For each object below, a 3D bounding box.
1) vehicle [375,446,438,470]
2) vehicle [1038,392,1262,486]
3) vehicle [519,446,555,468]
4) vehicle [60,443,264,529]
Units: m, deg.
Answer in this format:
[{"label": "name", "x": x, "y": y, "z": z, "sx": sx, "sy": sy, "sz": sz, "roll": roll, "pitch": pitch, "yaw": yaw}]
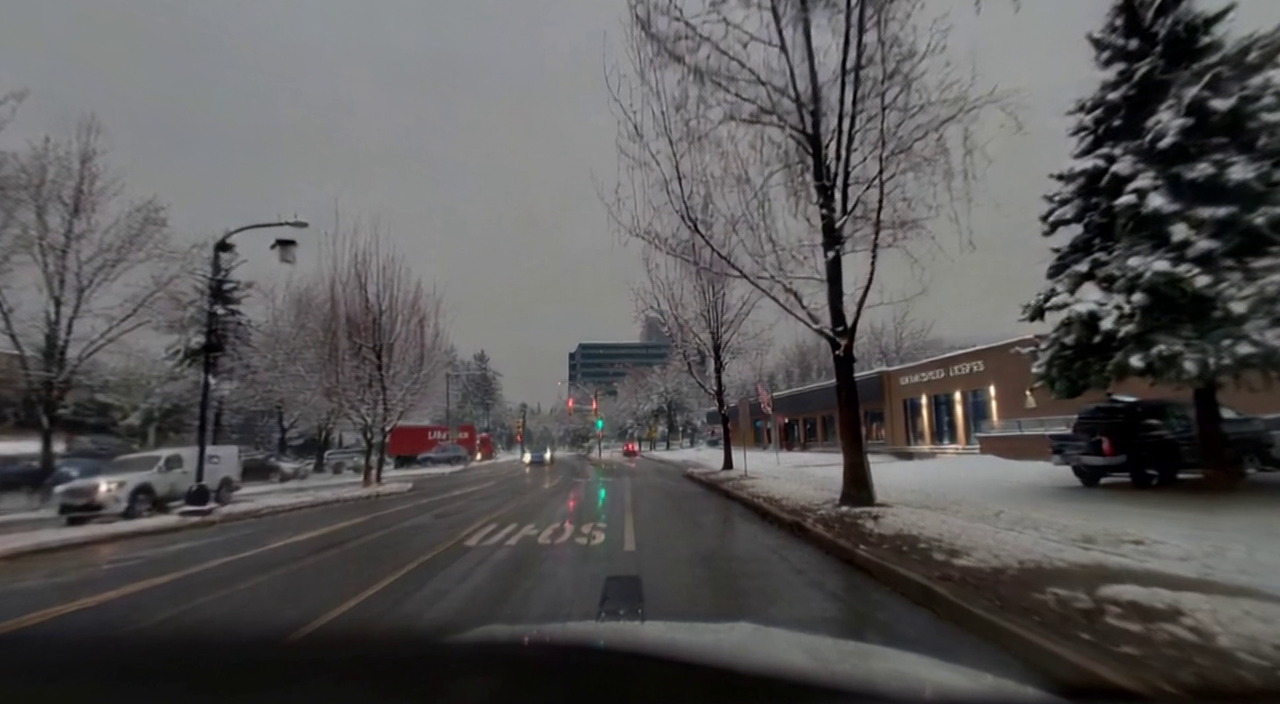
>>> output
[{"label": "vehicle", "x": -17.945, "y": 8.168, "z": 48.789, "sx": 2.101, "sy": 1.721, "sz": 4.587, "roll": -3, "pitch": -9, "yaw": 18}, {"label": "vehicle", "x": 12.649, "y": 2.240, "z": 16.170, "sx": 2.112, "sy": 2.050, "sz": 4.327, "roll": -1, "pitch": -8, "yaw": 2}, {"label": "vehicle", "x": -7.389, "y": 7.596, "z": 45.819, "sx": 1.899, "sy": 1.517, "sz": 4.384, "roll": 0, "pitch": -8, "yaw": 0}, {"label": "vehicle", "x": -12.782, "y": 3.536, "z": 17.349, "sx": 2.000, "sy": 2.008, "sz": 4.287, "roll": -1, "pitch": -8, "yaw": 3}]
